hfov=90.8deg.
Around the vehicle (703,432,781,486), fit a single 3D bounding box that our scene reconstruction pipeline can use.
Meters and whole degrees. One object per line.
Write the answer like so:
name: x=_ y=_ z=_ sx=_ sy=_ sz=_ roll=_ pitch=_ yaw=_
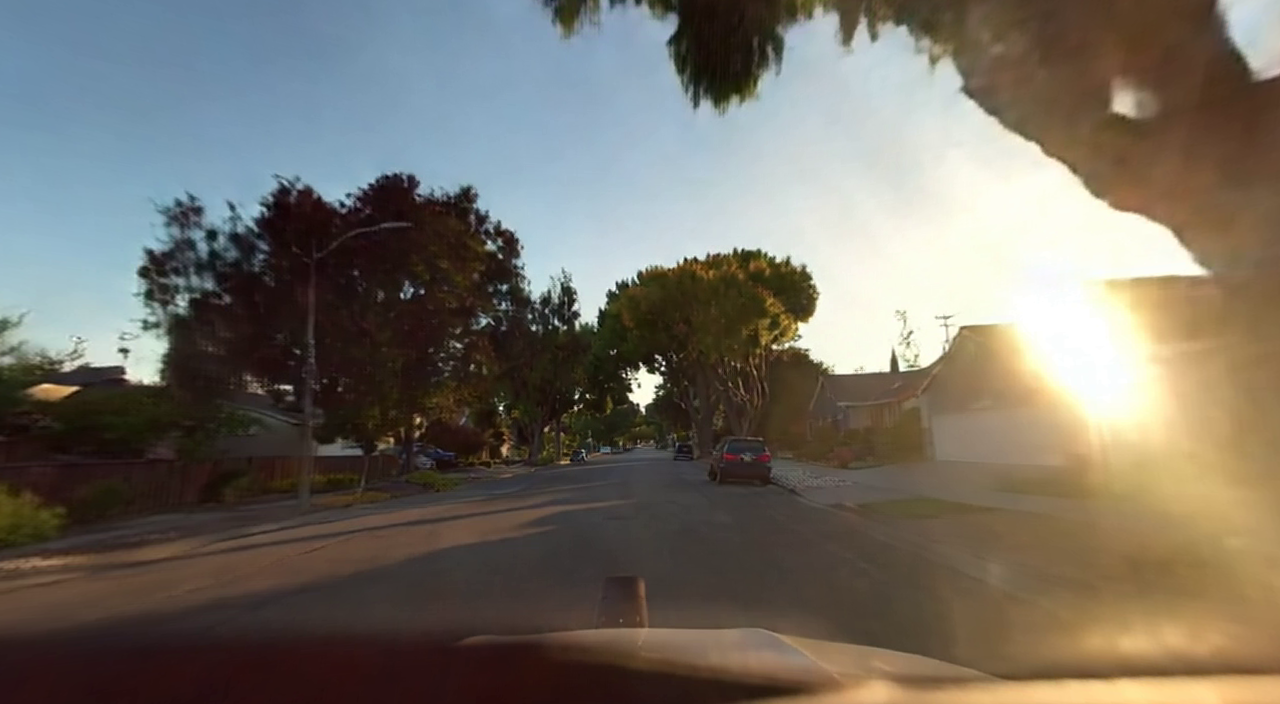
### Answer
vehicle: x=3.522 y=3.780 z=22.662 sx=2.055 sy=1.738 sz=4.448 roll=0 pitch=-8 yaw=0
